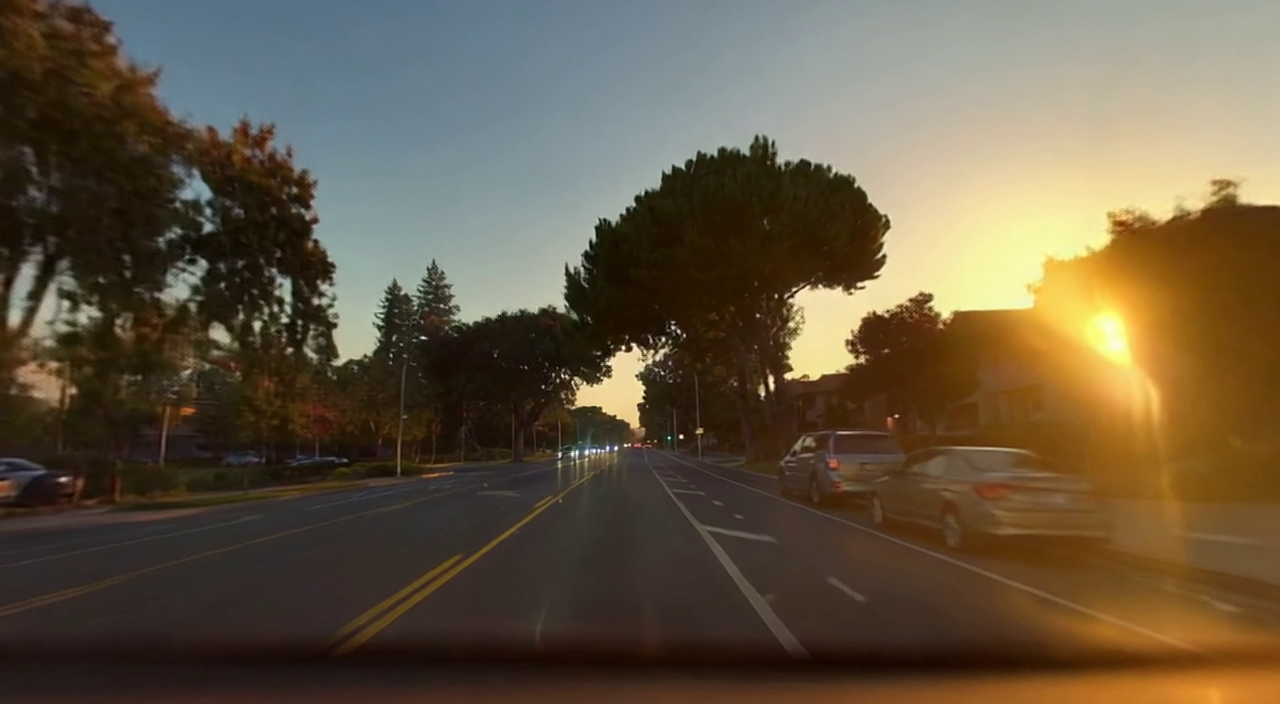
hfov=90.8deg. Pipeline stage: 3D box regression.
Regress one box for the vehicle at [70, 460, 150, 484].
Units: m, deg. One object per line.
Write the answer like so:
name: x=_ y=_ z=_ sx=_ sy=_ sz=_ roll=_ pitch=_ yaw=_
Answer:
vehicle: x=-36.017 y=8.134 z=43.093 sx=3.854 sy=1.476 sz=1.842 roll=5 pitch=-10 yaw=-32

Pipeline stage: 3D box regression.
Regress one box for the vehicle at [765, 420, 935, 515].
vehicle: x=4.632 y=2.643 z=14.992 sx=2.115 sy=1.843 sz=5.141 roll=0 pitch=-8 yaw=-2

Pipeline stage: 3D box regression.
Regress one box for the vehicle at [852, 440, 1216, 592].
vehicle: x=4.497 y=1.885 z=8.220 sx=1.935 sy=1.433 sz=4.241 roll=0 pitch=-8 yaw=-1
